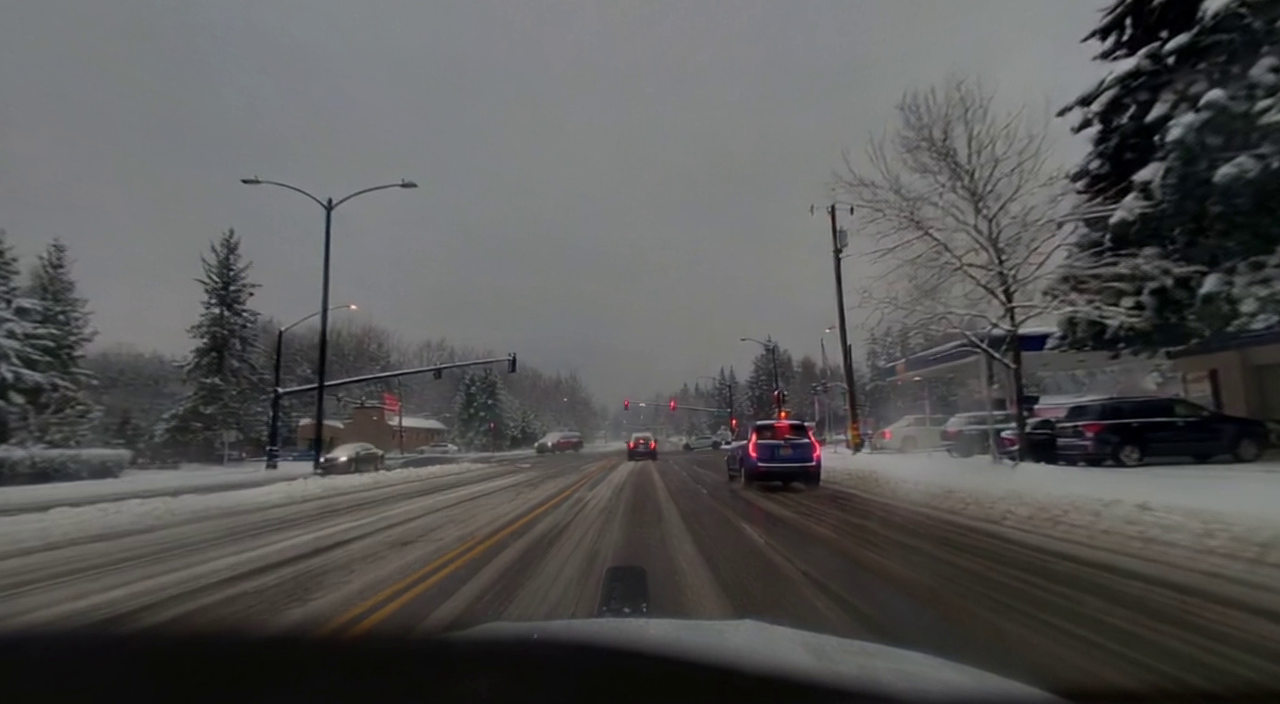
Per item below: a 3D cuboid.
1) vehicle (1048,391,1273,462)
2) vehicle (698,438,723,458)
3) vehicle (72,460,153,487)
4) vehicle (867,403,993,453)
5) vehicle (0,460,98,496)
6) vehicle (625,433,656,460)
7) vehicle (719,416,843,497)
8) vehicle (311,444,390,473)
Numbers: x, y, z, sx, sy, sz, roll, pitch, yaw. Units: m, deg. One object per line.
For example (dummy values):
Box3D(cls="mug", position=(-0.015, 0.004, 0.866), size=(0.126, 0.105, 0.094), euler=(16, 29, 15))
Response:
Box3D(cls="vehicle", position=(15.805, 2.318, 19.397), size=(4.864, 2.023, 2.132), euler=(0, -9, 2))
Box3D(cls="vehicle", position=(5.293, 7.260, 47.504), size=(1.719, 1.420, 4.007), euler=(-1, -9, 4))
Box3D(cls="vehicle", position=(-40.048, 9.205, 47.927), size=(4.632, 1.454, 1.808), euler=(2, -9, -42))
Box3D(cls="vehicle", position=(16.223, 4.298, 35.475), size=(5.790, 2.675, 2.554), euler=(1, -9, -5))
Box3D(cls="vehicle", position=(-29.664, 6.138, 31.044), size=(1.870, 1.508, 4.441), euler=(0, -9, 2))
Box3D(cls="vehicle", position=(0.066, 6.542, 43.623), size=(2.067, 1.702, 3.987), euler=(0, -9, 1))
Box3D(cls="vehicle", position=(3.411, 2.659, 16.250), size=(2.083, 1.779, 4.347), euler=(0, -9, -1))
Box3D(cls="vehicle", position=(-17.348, 6.373, 37.987), size=(1.883, 1.623, 4.588), euler=(-2, -9, 12))
